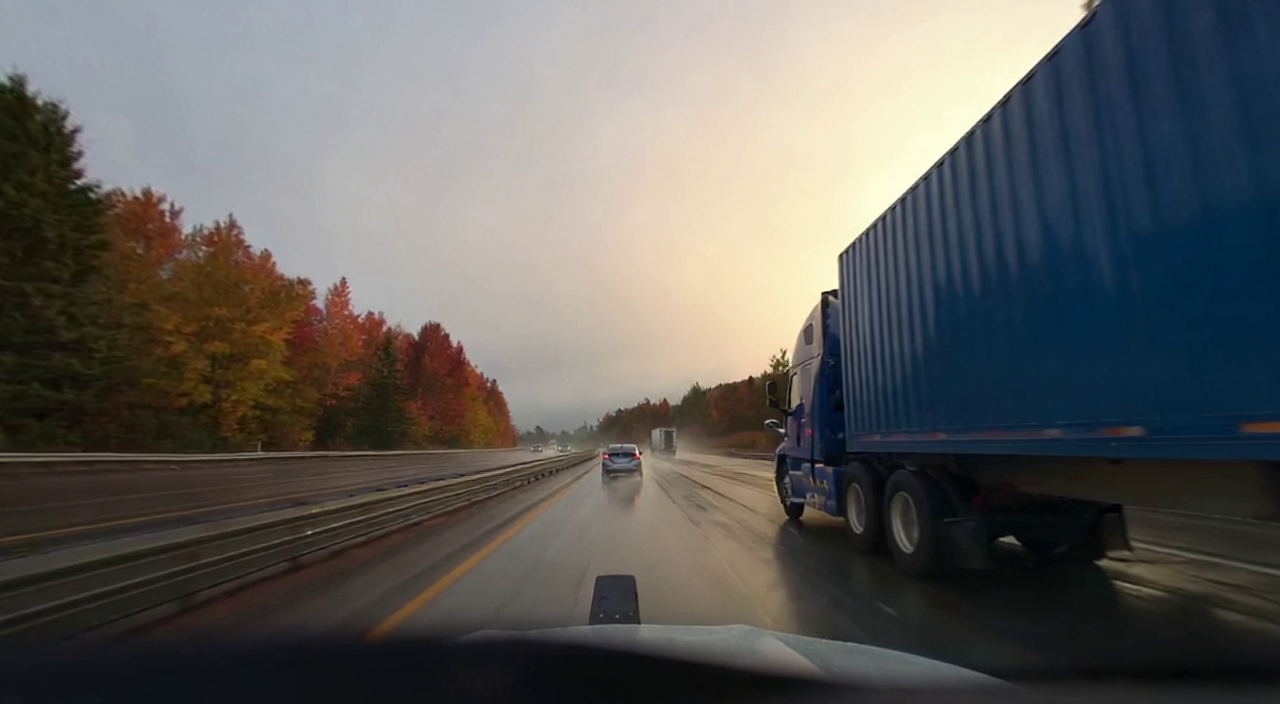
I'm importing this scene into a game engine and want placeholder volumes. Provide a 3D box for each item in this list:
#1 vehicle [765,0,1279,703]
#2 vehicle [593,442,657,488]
[{"bbox_3d":[3.766,-0.234,3.541,2.907,4.022,15.028,0,-9,0],"label":"vehicle"},{"bbox_3d":[-0.523,4.074,22.875,2.099,1.506,4.097,0,-9,-1],"label":"vehicle"}]
